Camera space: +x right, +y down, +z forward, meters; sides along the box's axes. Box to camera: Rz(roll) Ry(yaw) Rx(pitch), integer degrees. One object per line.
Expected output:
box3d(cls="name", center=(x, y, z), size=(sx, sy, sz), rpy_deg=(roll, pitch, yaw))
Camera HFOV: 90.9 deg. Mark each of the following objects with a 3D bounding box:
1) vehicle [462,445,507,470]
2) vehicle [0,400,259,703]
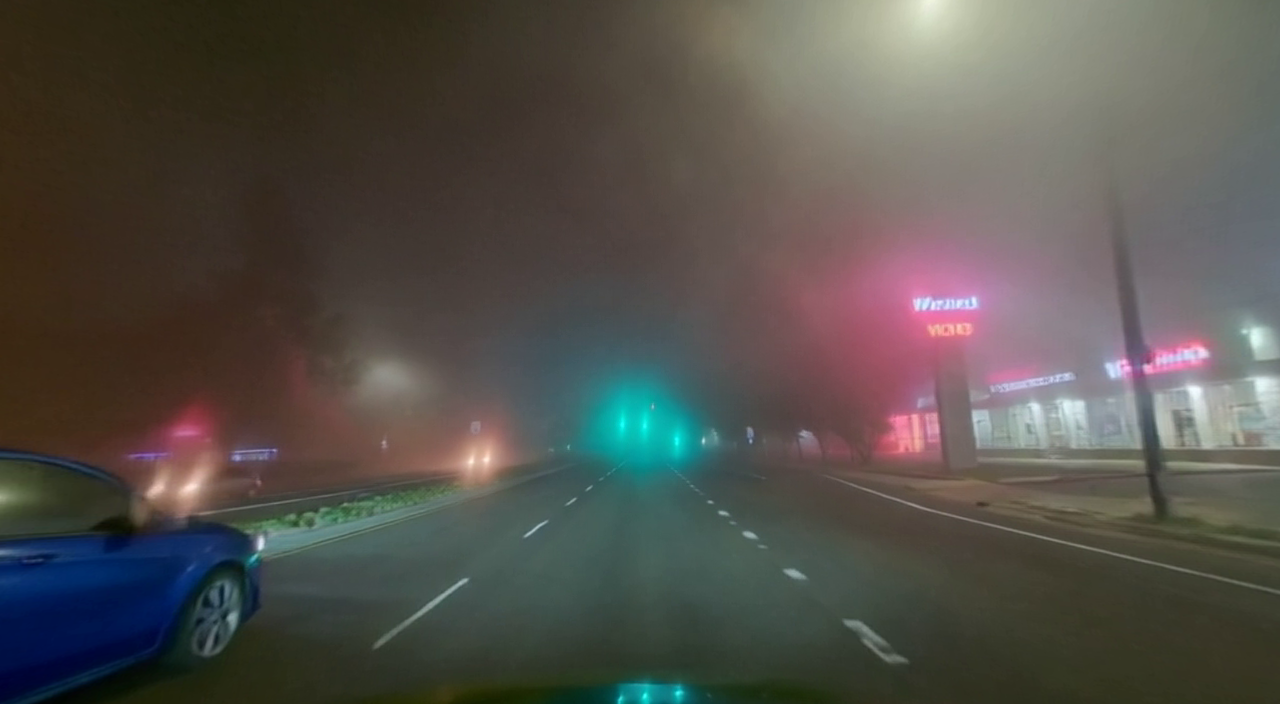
box3d(cls="vehicle", center=(-11.343, 7.716, 46.354), size=(2.070, 1.738, 4.485), rpy_deg=(0, -8, 1))
box3d(cls="vehicle", center=(-3.059, 0.741, 0.941), size=(2.082, 1.460, 4.636), rpy_deg=(0, -8, 0))
